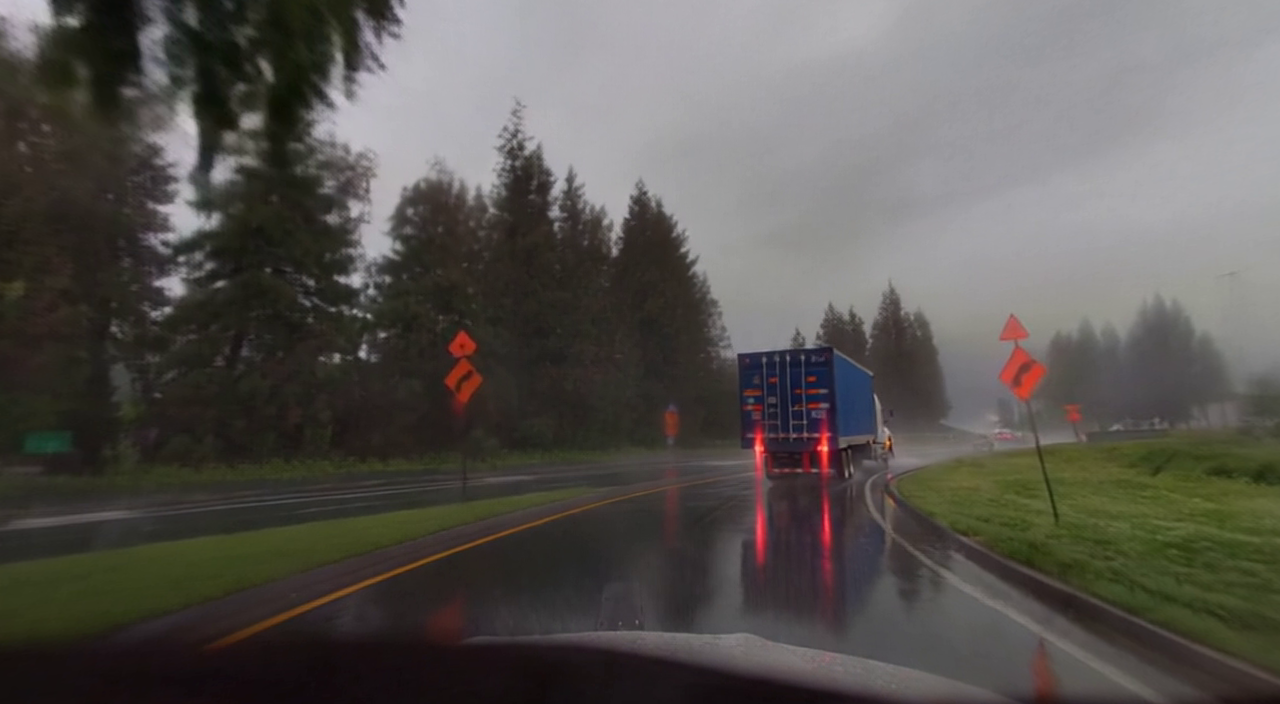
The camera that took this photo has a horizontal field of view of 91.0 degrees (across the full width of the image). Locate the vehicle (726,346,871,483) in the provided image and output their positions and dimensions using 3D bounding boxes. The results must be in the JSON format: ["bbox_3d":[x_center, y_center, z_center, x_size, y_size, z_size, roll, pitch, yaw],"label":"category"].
[{"bbox_3d":[5.847,2.293,21.663,2.937,3.647,9.344,-4,-9,25],"label":"vehicle"}]
